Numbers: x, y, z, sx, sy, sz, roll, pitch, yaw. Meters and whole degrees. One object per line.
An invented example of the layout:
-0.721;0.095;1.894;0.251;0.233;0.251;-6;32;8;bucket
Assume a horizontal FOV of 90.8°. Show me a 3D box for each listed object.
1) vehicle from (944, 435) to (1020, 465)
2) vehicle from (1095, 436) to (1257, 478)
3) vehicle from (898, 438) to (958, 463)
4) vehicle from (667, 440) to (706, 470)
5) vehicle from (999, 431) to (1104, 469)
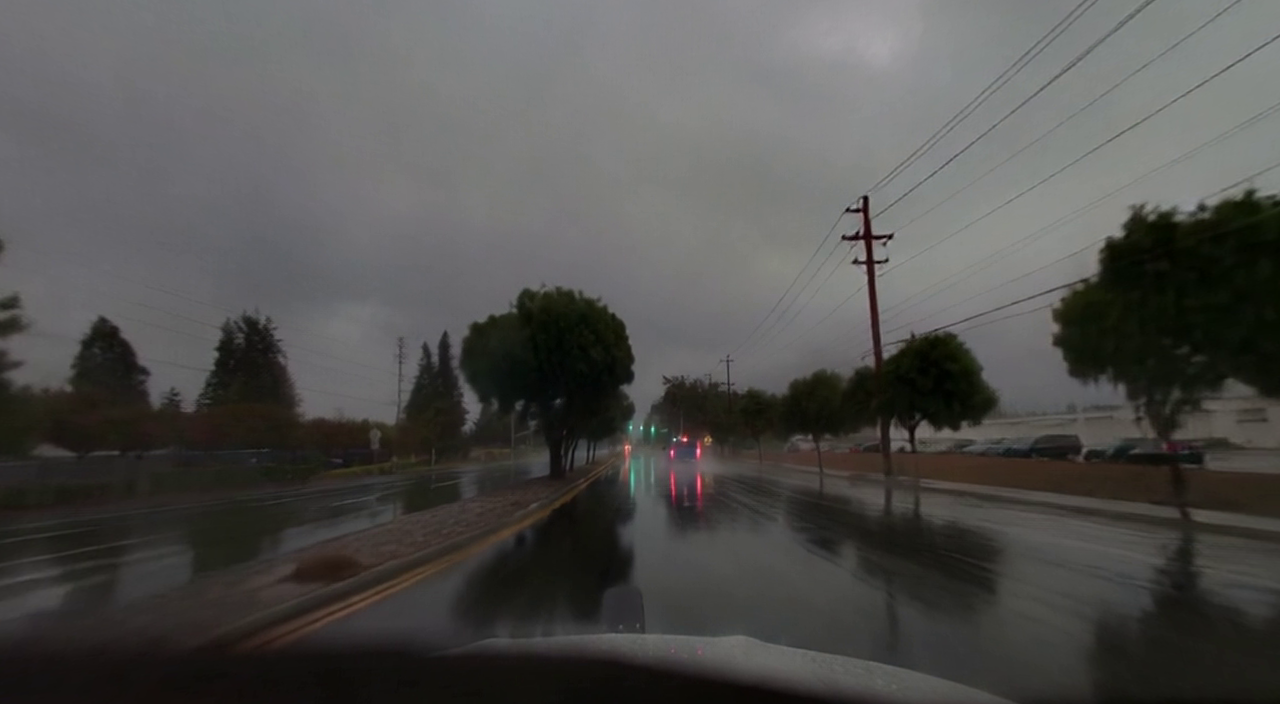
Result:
20.205;5.822;37.576;1.896;1.656;4.653;0;-9;-1;vehicle
20.168;3.955;24.128;1.980;1.423;4.793;0;-9;0;vehicle
20.000;6.838;44.103;2.021;1.640;4.620;0;-8;0;vehicle
2.935;6.673;41.205;2.086;1.803;4.607;0;-8;-1;vehicle
20.228;4.830;31.348;1.983;1.730;4.563;0;-9;-2;vehicle
